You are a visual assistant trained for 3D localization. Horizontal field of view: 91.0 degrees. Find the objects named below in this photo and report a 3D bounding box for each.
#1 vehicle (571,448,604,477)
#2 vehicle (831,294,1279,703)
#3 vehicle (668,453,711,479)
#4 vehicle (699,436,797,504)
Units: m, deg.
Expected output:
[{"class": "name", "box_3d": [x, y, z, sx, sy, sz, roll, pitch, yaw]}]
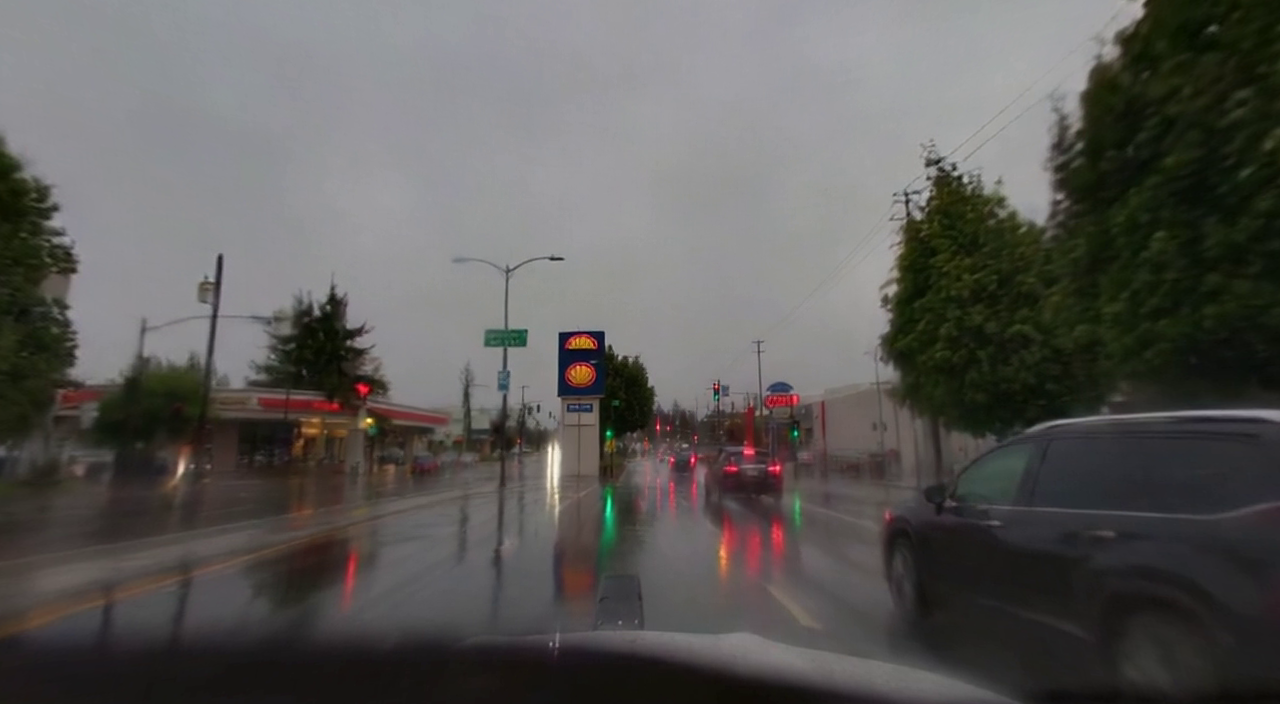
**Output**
[{"class": "vehicle", "box_3d": [-3.764, 7.825, 44.237, 2.189, 1.836, 4.693, 0, -12, -6]}, {"class": "vehicle", "box_3d": [2.710, 0.922, 2.854, 2.183, 1.720, 4.842, 0, -9, 0]}, {"class": "vehicle", "box_3d": [2.989, 6.986, 38.930, 2.282, 1.458, 4.362, 0, -9, -1]}, {"class": "vehicle", "box_3d": [2.920, 3.293, 17.950, 1.999, 1.679, 4.217, 0, -9, -1]}]
